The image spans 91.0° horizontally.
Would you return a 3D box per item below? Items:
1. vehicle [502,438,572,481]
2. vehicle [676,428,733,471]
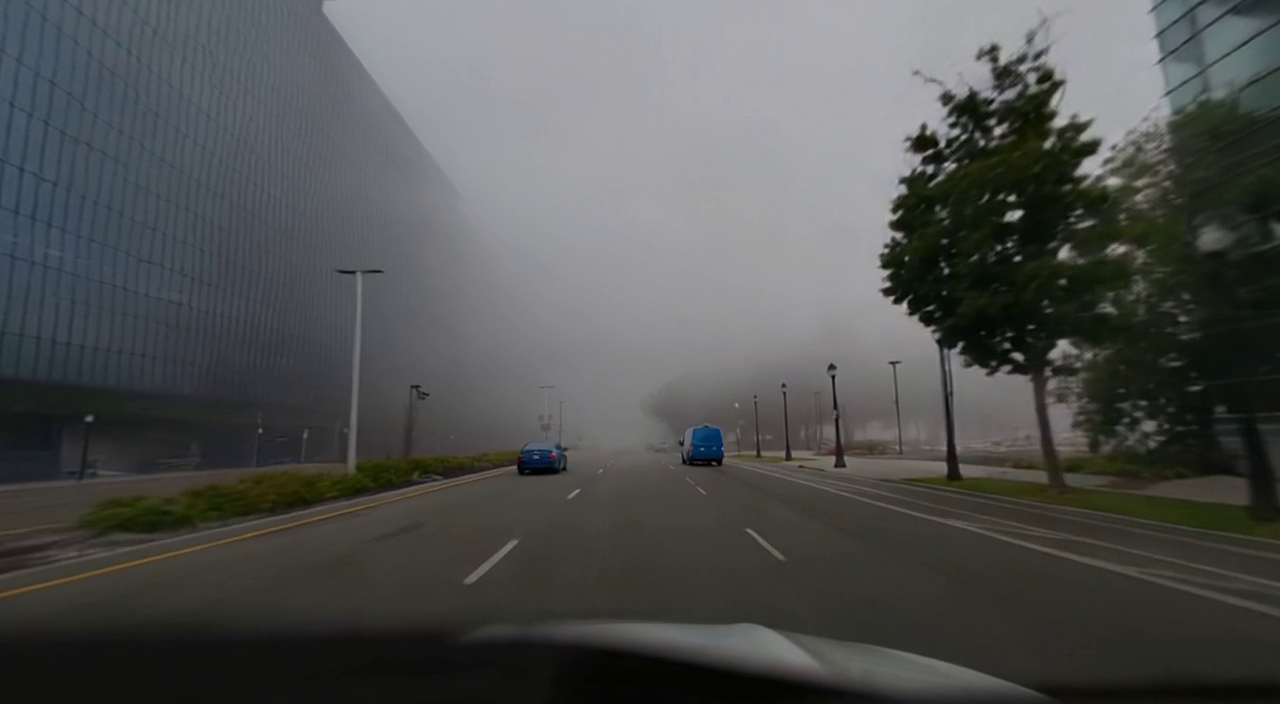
[{"bbox_3d":[-3.763,3.989,23.703,1.864,1.464,4.195,0,-8,1],"label":"vehicle"},{"bbox_3d":[3.089,4.837,31.340,2.200,1.914,5.145,0,-8,-1],"label":"vehicle"}]
